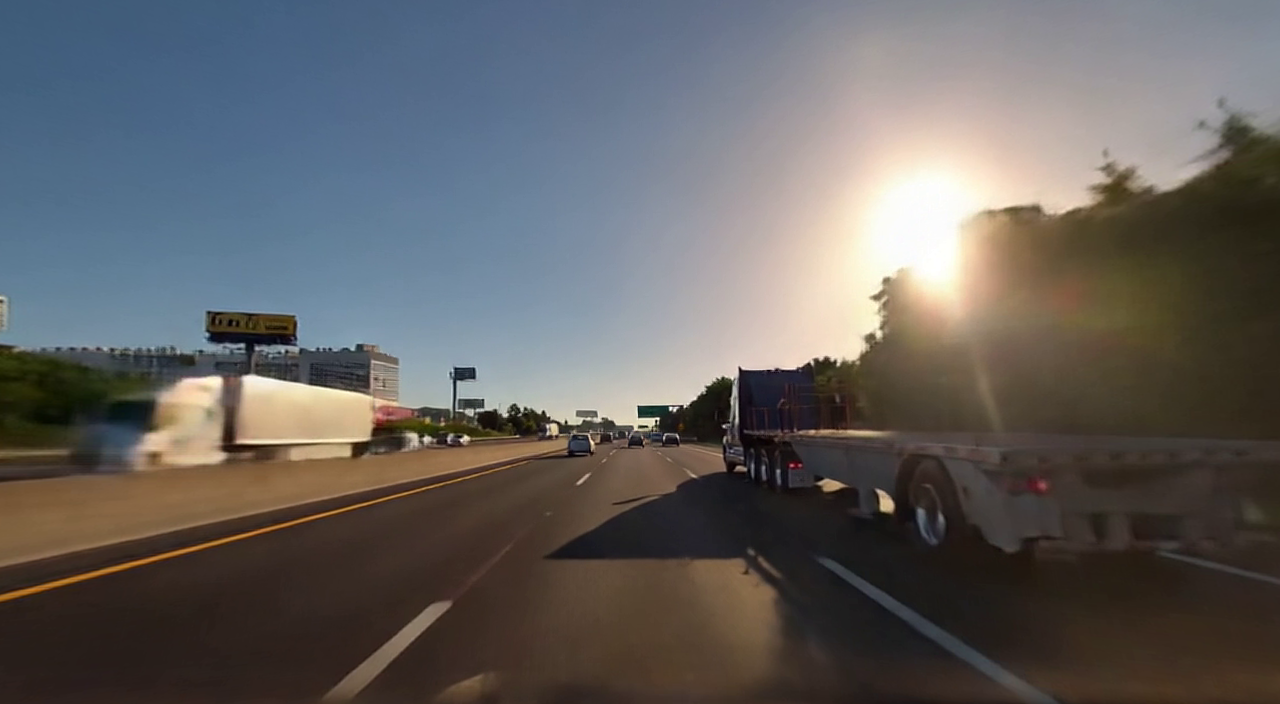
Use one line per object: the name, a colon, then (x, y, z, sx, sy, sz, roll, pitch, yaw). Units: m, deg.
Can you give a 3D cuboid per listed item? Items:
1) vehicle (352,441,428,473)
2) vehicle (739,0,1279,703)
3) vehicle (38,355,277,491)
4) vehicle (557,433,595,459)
vehicle: (-11.798, 4.950, 30.031, 2.053, 1.404, 4.032, 0, -8, -1)
vehicle: (3.914, 0.529, 8.765, 2.871, 3.815, 11.331, 0, -8, -2)
vehicle: (-15.515, 2.401, 21.050, 3.132, 3.881, 5.928, 0, -8, -1)
vehicle: (-3.732, 5.535, 37.318, 1.930, 1.484, 3.849, 0, -8, -1)
